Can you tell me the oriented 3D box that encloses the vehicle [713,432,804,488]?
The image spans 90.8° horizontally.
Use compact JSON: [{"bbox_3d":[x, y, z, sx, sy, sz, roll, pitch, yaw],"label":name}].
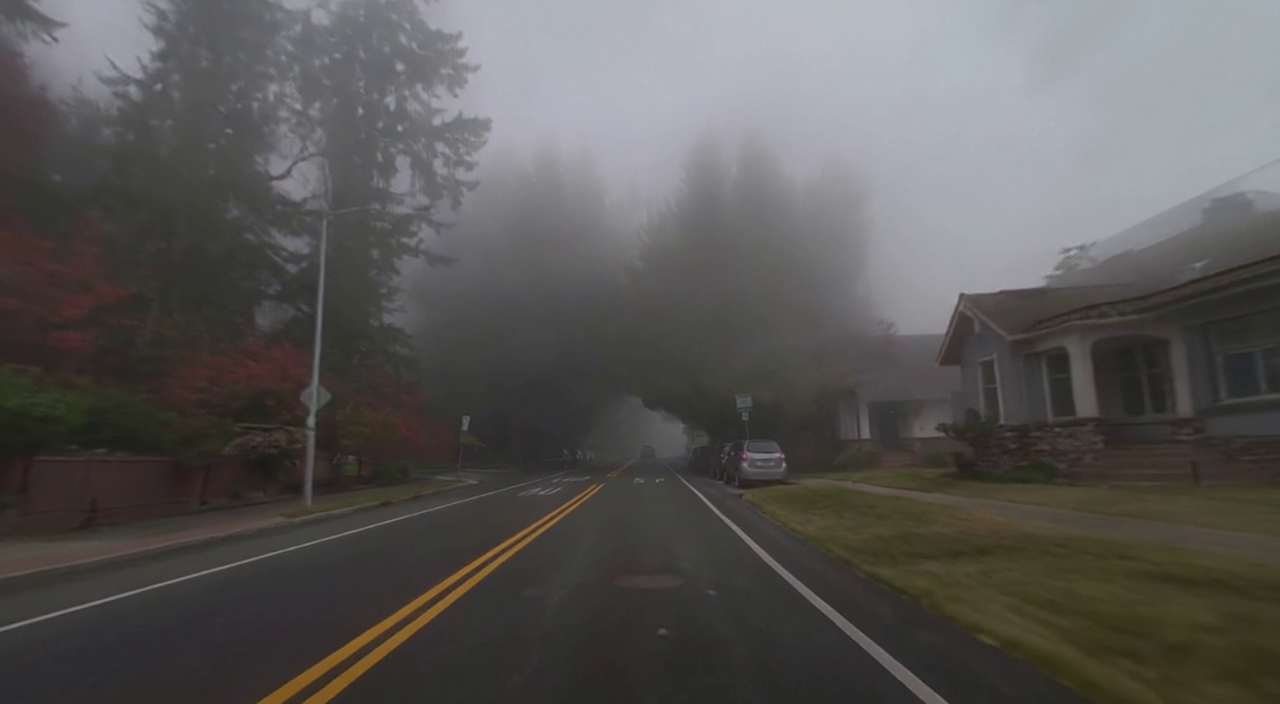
[{"bbox_3d":[4.023,3.760,22.292,1.937,1.752,4.574,1,-9,-5],"label":"vehicle"}]
